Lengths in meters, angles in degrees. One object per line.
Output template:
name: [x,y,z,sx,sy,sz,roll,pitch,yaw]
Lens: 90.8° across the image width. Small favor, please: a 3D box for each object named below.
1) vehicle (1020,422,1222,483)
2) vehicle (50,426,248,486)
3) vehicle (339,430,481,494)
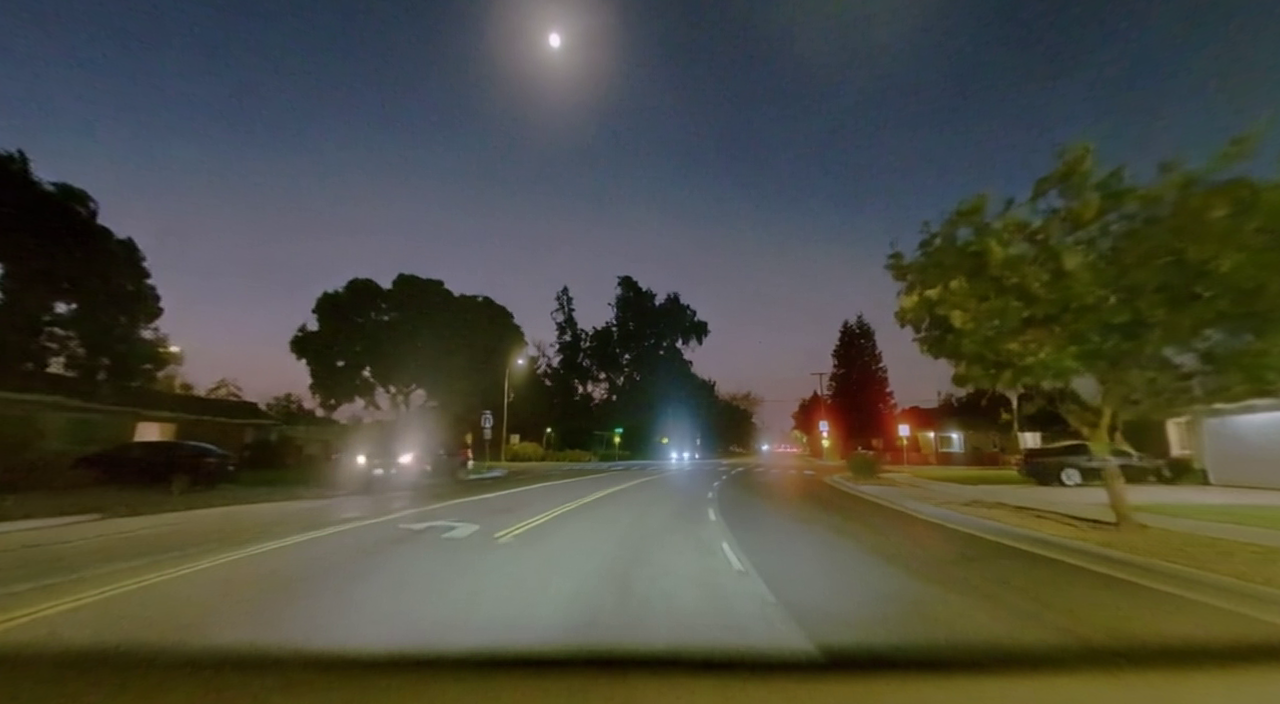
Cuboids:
vehicle: [16.787,3.606,22.410,5.073,1.729,2.161,-6,-11,15]
vehicle: [-18.052,3.883,23.369,6.010,1.935,2.255,-3,-10,11]
vehicle: [-7.858,3.829,22.418,2.272,1.920,5.737,-1,-9,8]
